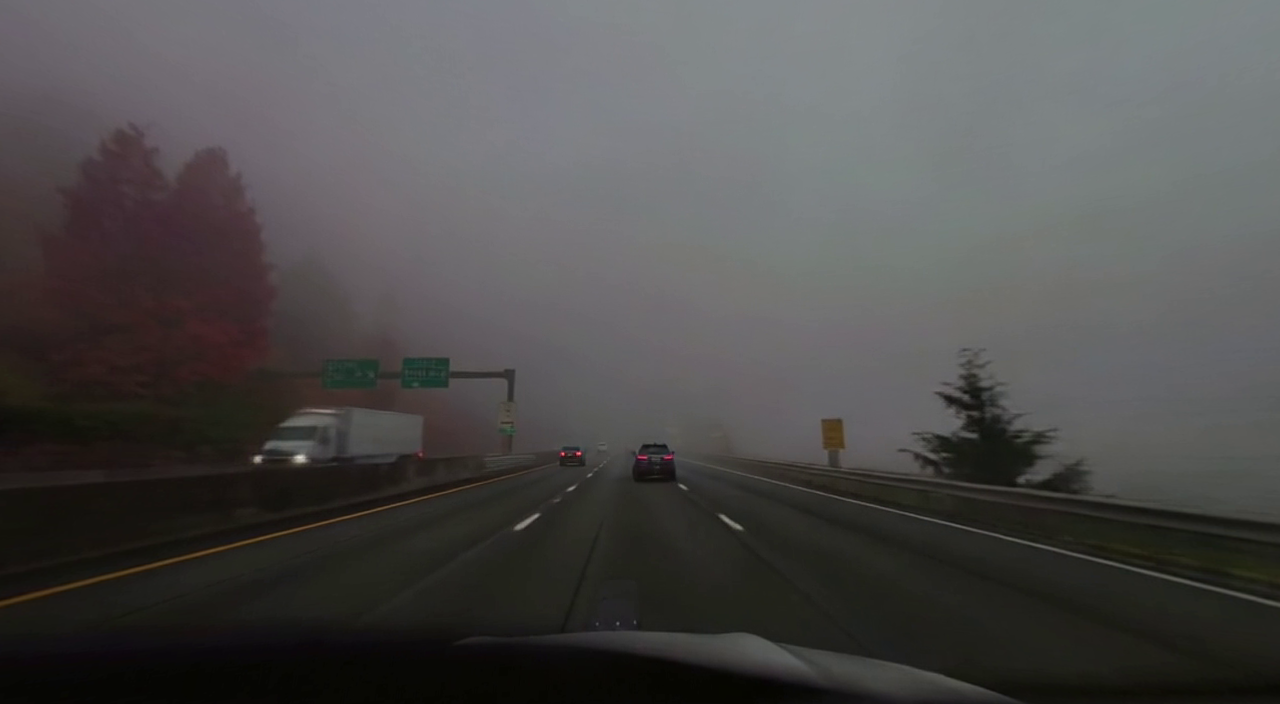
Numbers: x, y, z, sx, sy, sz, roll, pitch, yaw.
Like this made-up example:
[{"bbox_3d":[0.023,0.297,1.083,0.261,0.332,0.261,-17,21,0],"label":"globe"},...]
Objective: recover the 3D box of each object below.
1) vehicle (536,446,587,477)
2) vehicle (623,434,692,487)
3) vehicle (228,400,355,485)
[{"bbox_3d":[-3.838,5.435,31.202,2.037,1.418,3.793,0,-9,0],"label":"vehicle"},{"bbox_3d":[0.554,3.895,22.725,2.250,1.718,4.358,0,-9,-1],"label":"vehicle"},{"bbox_3d":[-17.650,4.701,32.402,2.868,3.942,6.422,0,-9,-2],"label":"vehicle"}]
